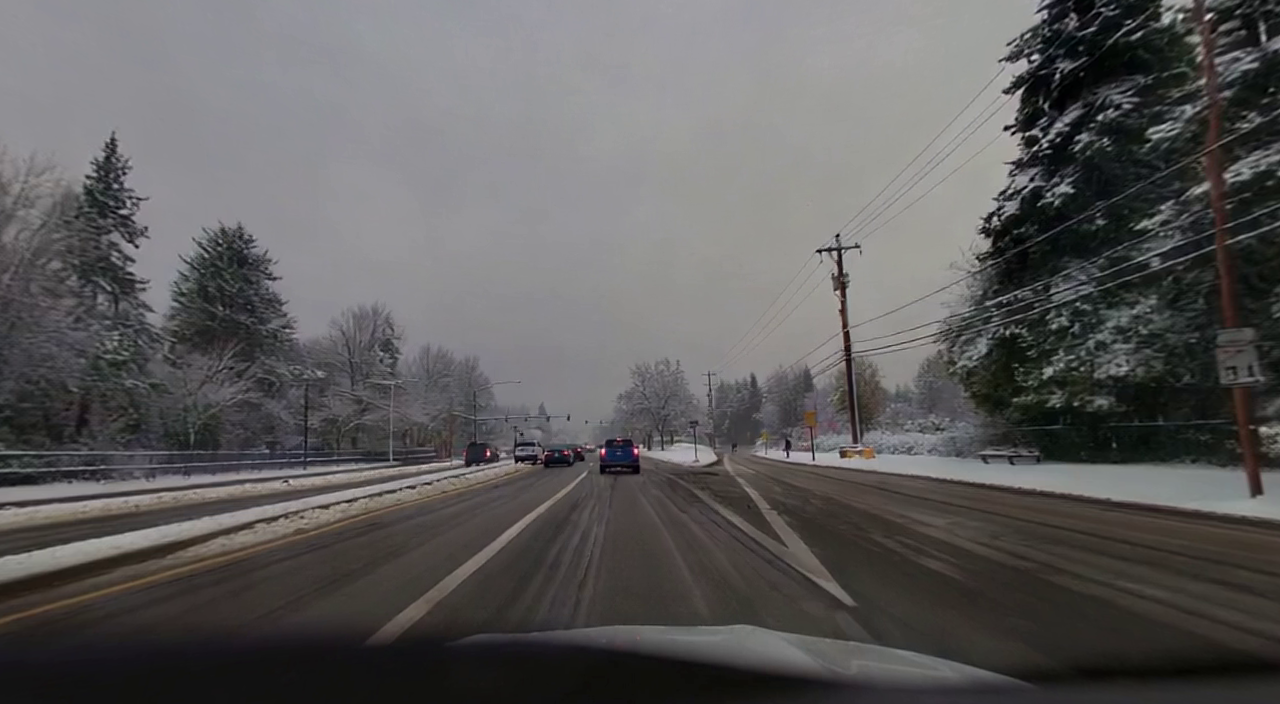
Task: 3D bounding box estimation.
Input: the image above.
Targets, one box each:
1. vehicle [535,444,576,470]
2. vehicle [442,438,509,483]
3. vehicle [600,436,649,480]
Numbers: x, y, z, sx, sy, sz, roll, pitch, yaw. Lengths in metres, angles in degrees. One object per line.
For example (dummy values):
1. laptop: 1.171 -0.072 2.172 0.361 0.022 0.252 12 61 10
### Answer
1. vehicle: -5.082 6.343 38.381 2.087 1.485 4.452 0 -8 -3
2. vehicle: -6.504 4.320 25.445 1.860 1.634 4.089 1 -9 -4
3. vehicle: -0.737 4.651 27.981 2.012 1.769 3.897 0 -8 -3
